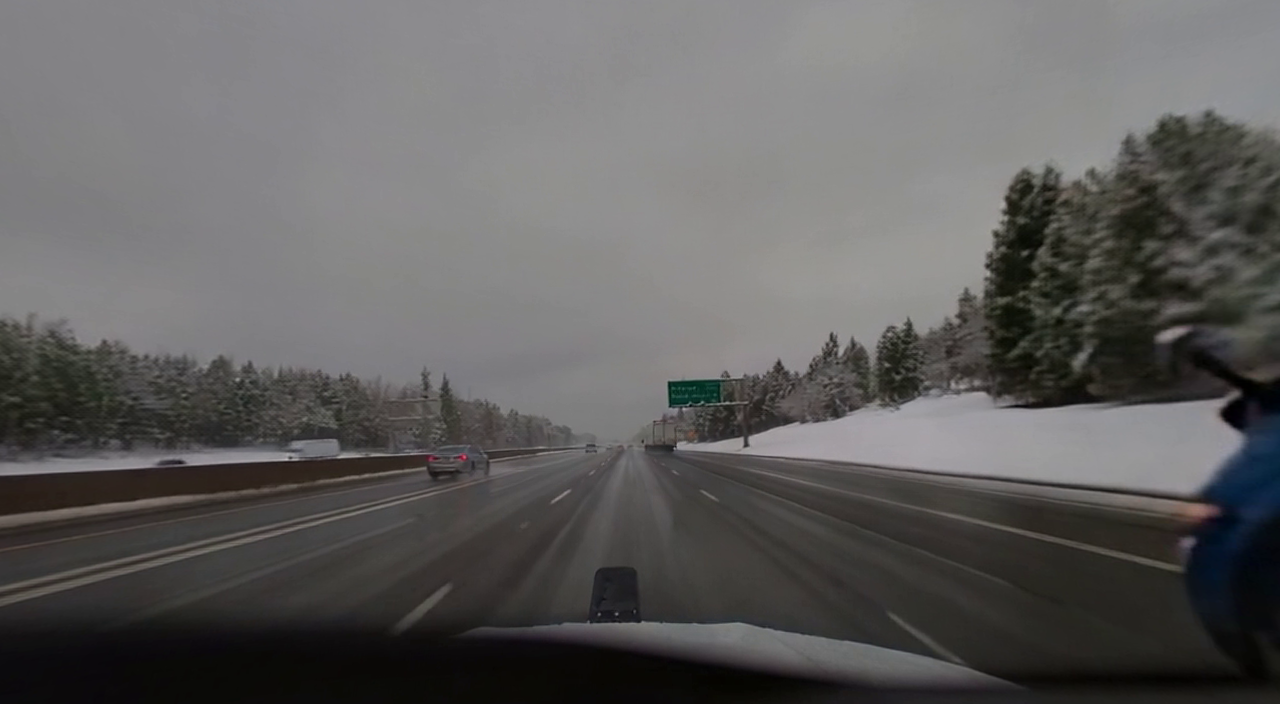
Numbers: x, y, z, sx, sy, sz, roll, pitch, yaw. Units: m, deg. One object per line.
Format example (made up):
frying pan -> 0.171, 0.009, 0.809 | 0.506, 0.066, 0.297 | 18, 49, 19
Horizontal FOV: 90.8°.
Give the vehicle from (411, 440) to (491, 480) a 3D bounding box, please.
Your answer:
vehicle -> -7.787, 4.492, 26.514 | 2.033, 1.494, 4.508 | 0, -9, -1
